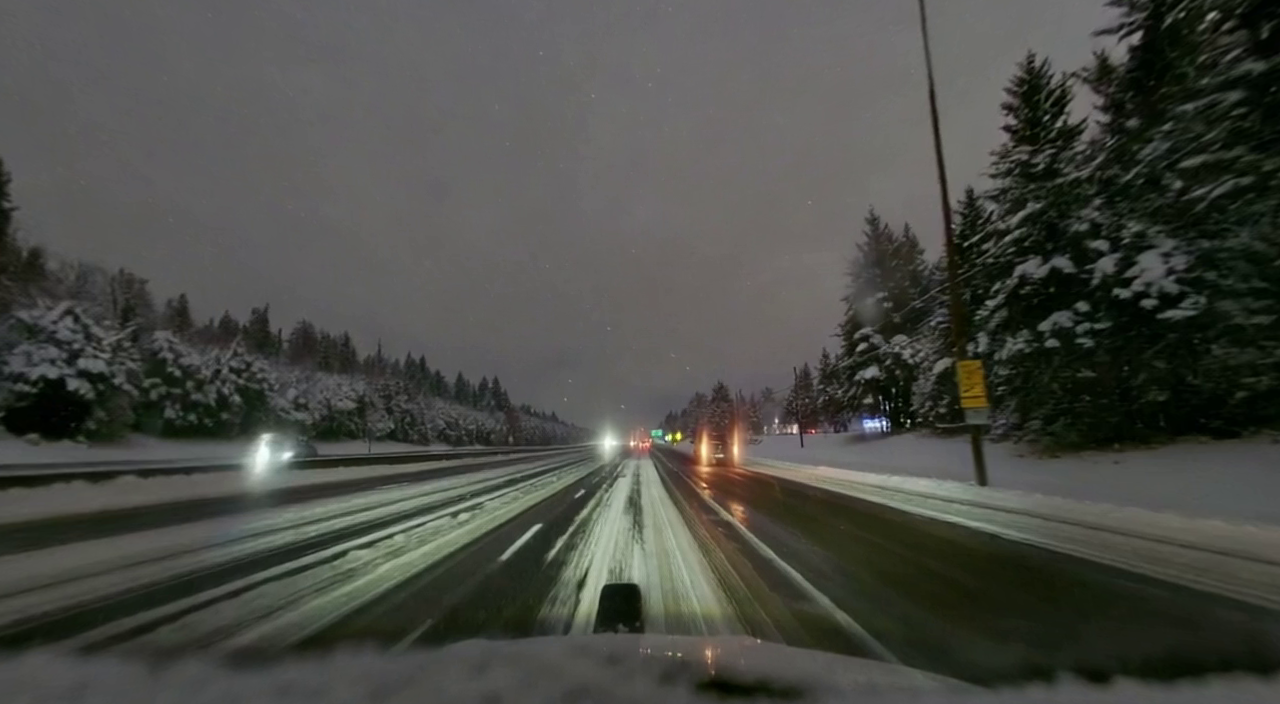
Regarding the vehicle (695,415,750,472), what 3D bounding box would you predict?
[{"bbox_3d":[3.872,4.336,30.058,1.928,2.466,2.982,-3,-8,-2],"label":"vehicle"}]
